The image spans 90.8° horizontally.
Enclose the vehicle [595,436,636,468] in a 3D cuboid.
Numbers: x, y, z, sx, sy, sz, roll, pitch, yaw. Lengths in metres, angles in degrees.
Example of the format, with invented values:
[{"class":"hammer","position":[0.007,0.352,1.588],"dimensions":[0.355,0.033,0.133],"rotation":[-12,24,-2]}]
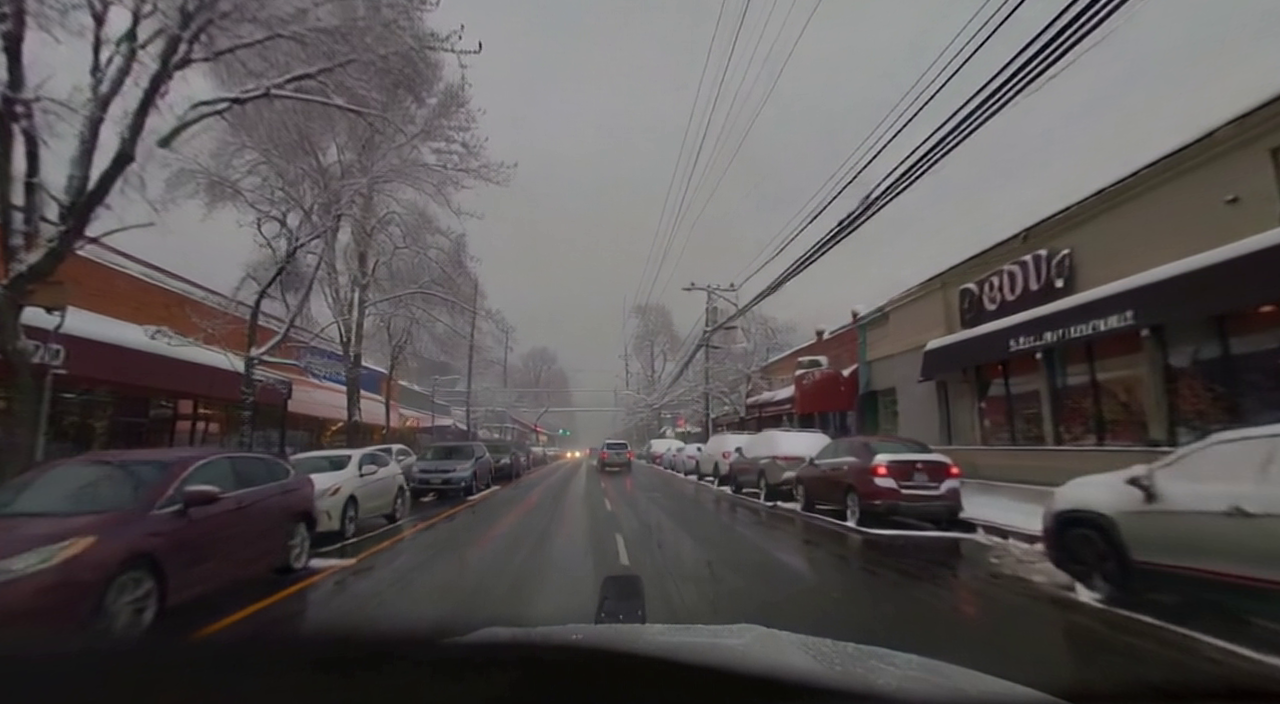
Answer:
[{"class":"vehicle","position":[-1.641,6.401,40.624],"dimensions":[2.440,1.882,4.611],"rotation":[1,-8,-5]}]

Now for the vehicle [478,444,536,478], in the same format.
[{"class":"vehicle","position":[-6.297,5.169,30.409],"dimensions":[2.053,1.485,4.540],"rotation":[0,-8,-4]}]

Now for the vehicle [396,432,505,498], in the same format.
[{"class":"vehicle","position":[-5.815,3.513,20.140],"dimensions":[2.341,1.825,4.924],"rotation":[1,-8,-5]}]

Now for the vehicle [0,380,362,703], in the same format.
[{"class":"vehicle","position":[-4.550,1.374,5.486],"dimensions":[2.343,1.788,5.038],"rotation":[1,-8,-5]}]

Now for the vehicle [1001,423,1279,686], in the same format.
[{"class":"vehicle","position":[4.841,1.249,4.059],"dimensions":[2.059,1.550,4.703],"rotation":[0,-8,-3]}]

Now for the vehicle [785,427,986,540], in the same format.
[{"class":"vehicle","position":[4.267,2.321,11.836],"dimensions":[1.882,1.704,4.055],"rotation":[1,-8,-4]}]

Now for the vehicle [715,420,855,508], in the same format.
[{"class":"vehicle","position":[3.646,2.943,17.134],"dimensions":[2.243,1.992,5.087],"rotation":[1,-8,-4]}]
